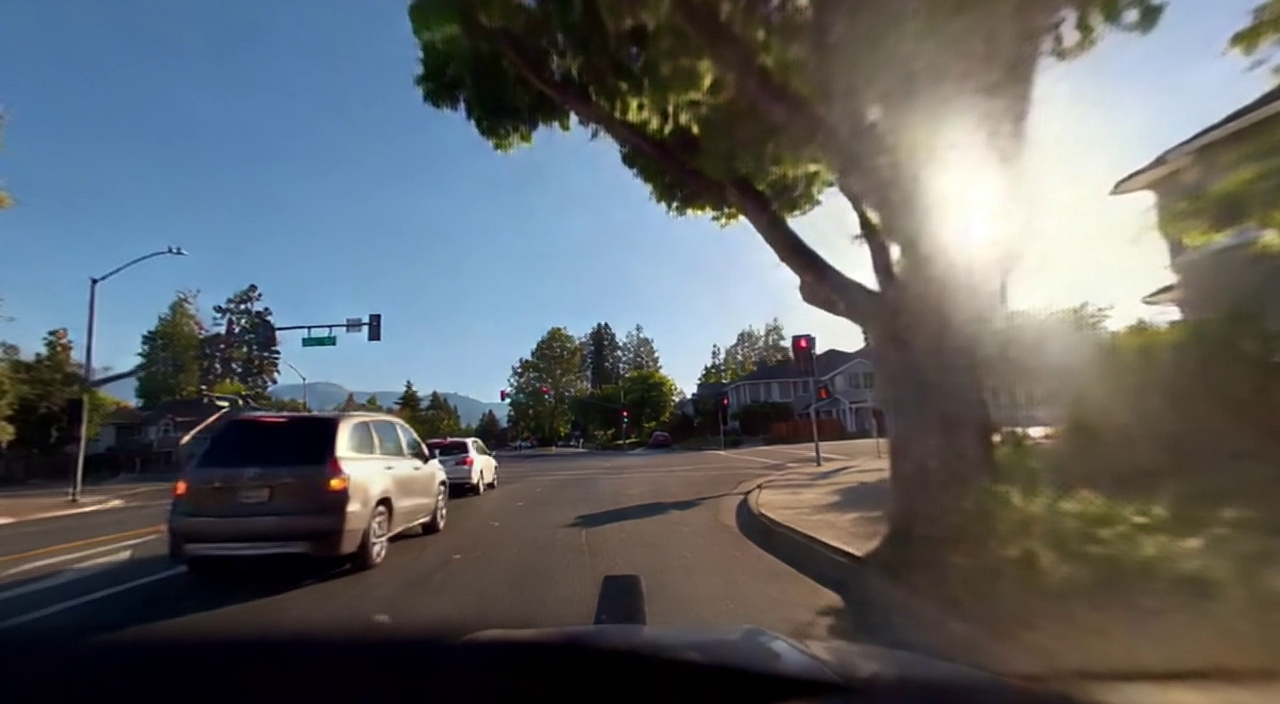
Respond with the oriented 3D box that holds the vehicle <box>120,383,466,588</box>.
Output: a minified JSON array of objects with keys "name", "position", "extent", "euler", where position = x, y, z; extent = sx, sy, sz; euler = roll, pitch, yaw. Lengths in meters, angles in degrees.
[{"name":"vehicle","position":[-3.782,1.539,8.130],"extent":[2.041,1.834,4.679],"euler":[0,-8,-4]}]
